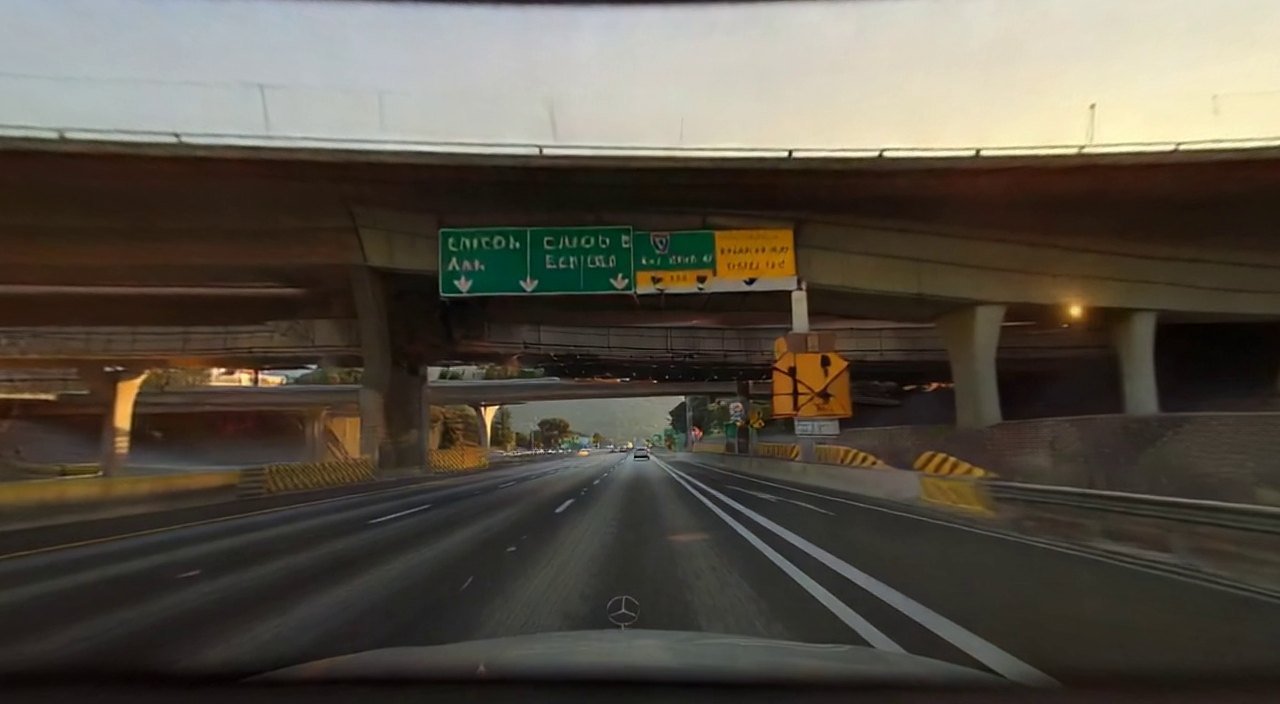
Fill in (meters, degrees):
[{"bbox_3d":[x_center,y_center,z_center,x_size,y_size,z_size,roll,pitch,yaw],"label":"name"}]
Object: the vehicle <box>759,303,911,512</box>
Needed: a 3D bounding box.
[{"bbox_3d":[4.079,1.336,14.097,1.697,3.935,4.195,-1,-9,-2],"label":"vehicle"}]
